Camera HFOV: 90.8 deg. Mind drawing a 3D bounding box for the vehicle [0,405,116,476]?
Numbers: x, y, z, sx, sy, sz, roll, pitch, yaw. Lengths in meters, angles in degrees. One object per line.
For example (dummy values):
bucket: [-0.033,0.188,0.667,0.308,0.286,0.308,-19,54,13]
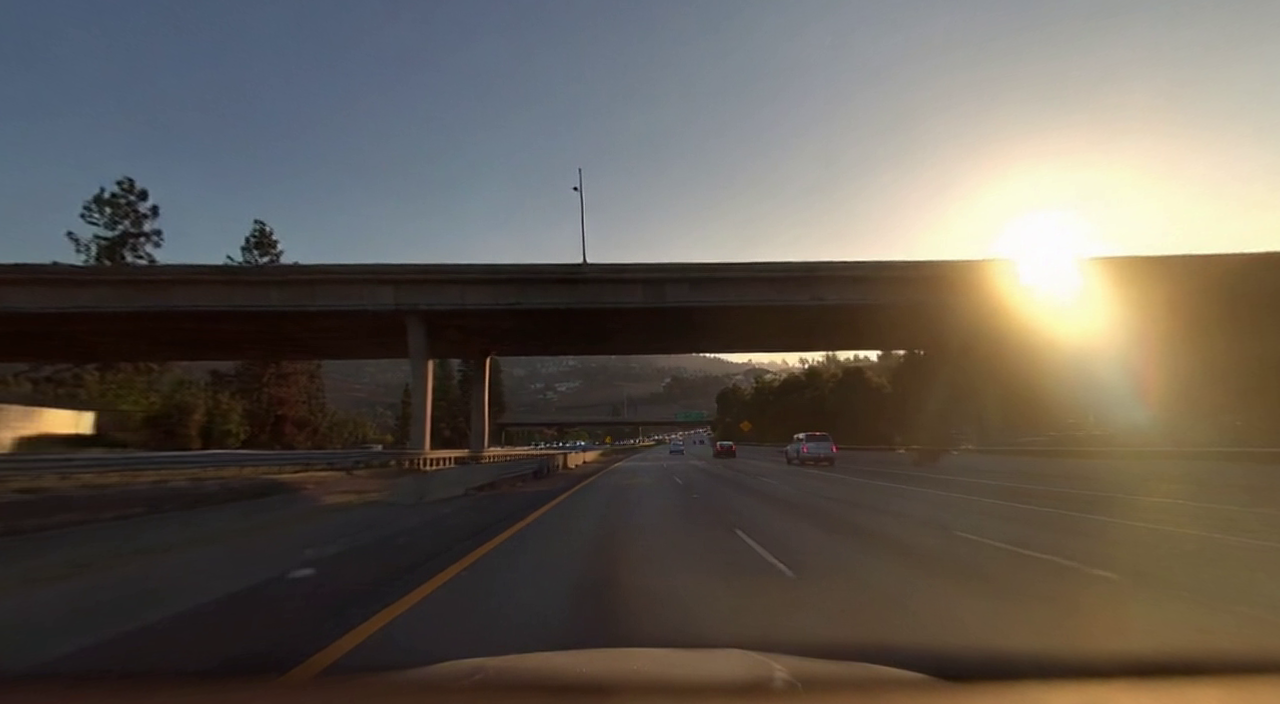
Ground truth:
vehicle: [-39.023,5.135,36.611,2.933,4.165,16.704,0,-9,1]
